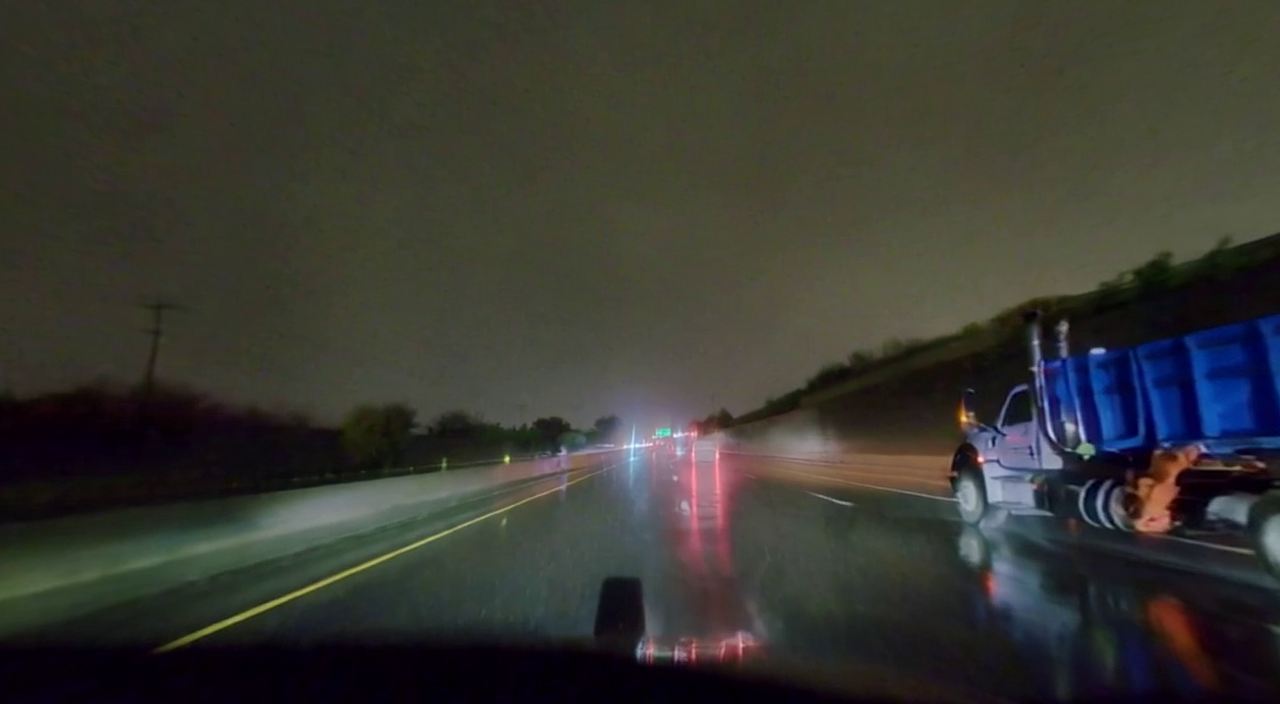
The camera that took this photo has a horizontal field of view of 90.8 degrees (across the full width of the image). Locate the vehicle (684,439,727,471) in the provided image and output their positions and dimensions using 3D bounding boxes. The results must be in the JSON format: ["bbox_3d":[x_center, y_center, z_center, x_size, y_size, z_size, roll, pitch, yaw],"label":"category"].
[{"bbox_3d":[4.272,6.830,41.894,2.309,2.003,5.139,0,-9,0],"label":"vehicle"}]
